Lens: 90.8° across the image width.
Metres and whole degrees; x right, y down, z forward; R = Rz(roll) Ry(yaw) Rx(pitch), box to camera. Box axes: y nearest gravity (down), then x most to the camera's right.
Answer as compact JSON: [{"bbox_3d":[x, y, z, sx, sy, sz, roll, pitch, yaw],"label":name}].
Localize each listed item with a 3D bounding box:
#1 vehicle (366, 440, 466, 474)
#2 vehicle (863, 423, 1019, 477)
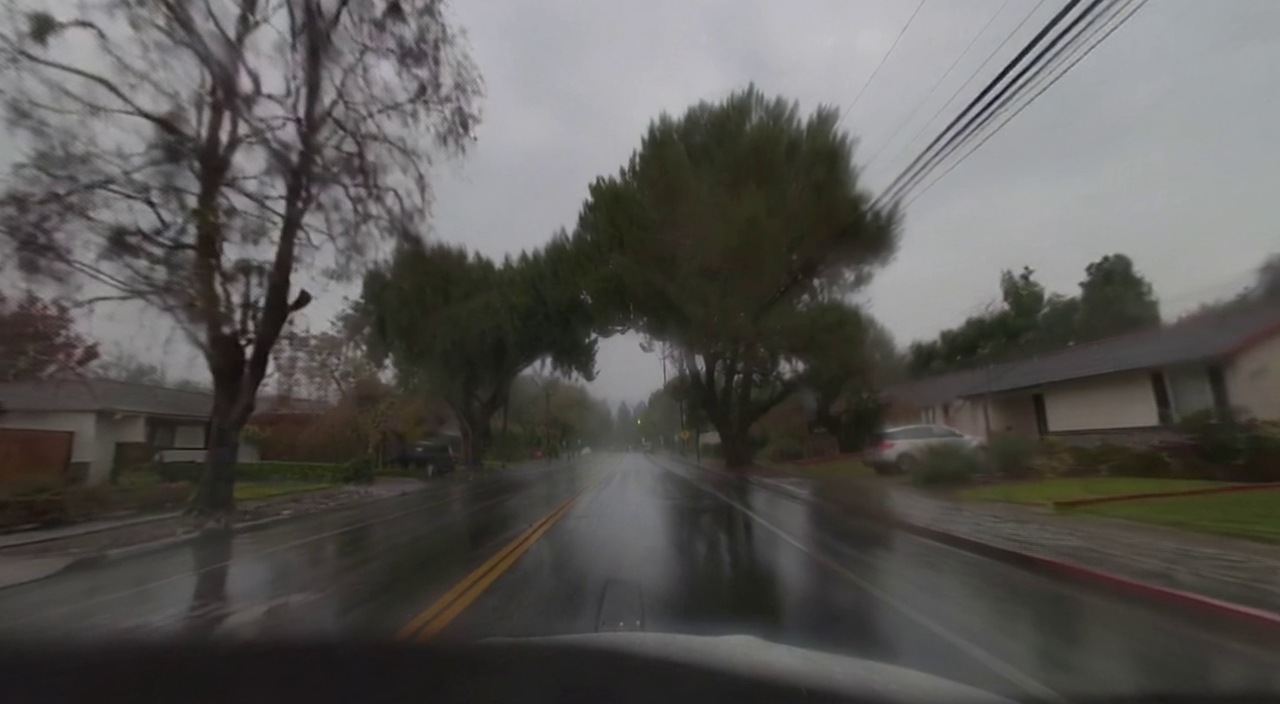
[{"bbox_3d":[-12.846,6.022,36.422,4.928,1.848,2.041,0,-8,0],"label":"vehicle"},{"bbox_3d":[10.403,3.414,22.141,4.449,1.765,1.917,0,-8,3],"label":"vehicle"}]
